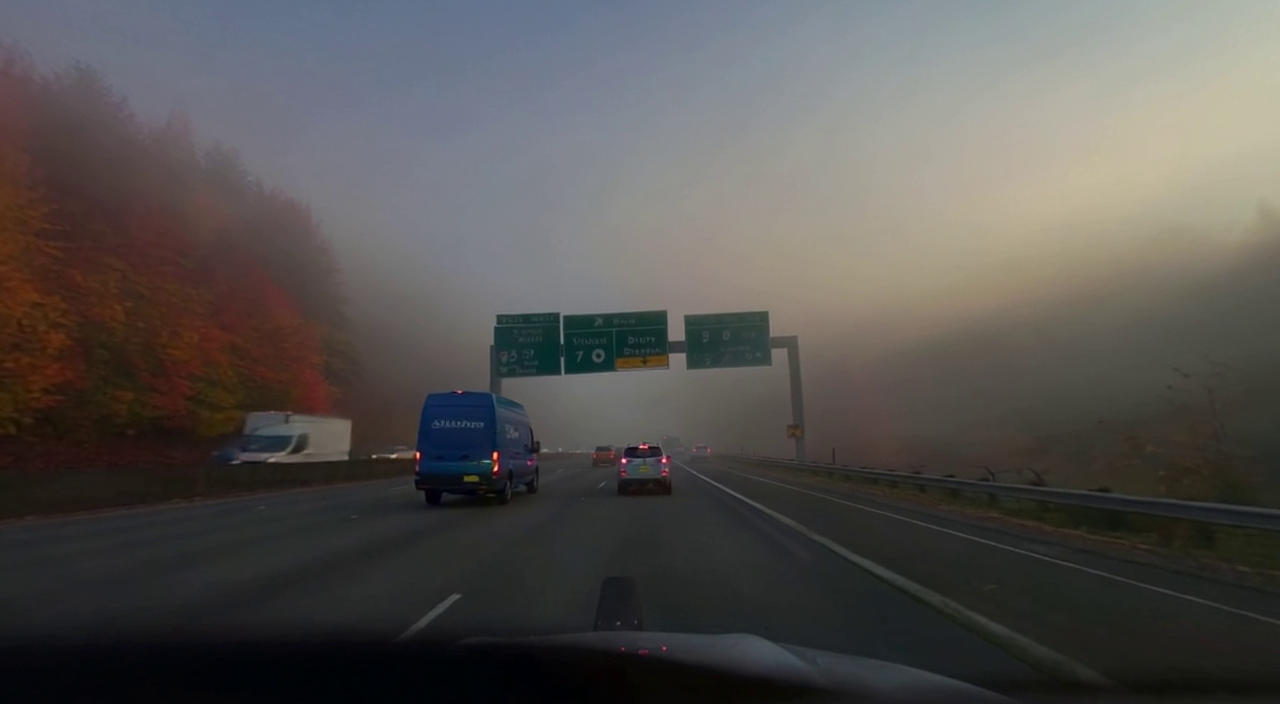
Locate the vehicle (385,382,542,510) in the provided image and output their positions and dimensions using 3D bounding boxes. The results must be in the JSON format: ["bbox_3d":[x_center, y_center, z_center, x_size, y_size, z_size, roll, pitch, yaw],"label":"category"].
[{"bbox_3d":[-4.176,2.431,16.213,2.275,2.692,5.810,0,-9,1],"label":"vehicle"}]

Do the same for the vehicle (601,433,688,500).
[{"bbox_3d":[0.151,3.221,17.954,2.195,1.679,4.070,0,-9,1],"label":"vehicle"}]

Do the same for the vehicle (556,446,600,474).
[{"bbox_3d":[-3.483,6.118,35.796,2.015,1.496,4.312,0,-9,1],"label":"vehicle"}]

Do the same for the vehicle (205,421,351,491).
[{"bbox_3d":[-14.018,4.094,24.842,2.221,2.411,5.749,0,-9,1],"label":"vehicle"}]
